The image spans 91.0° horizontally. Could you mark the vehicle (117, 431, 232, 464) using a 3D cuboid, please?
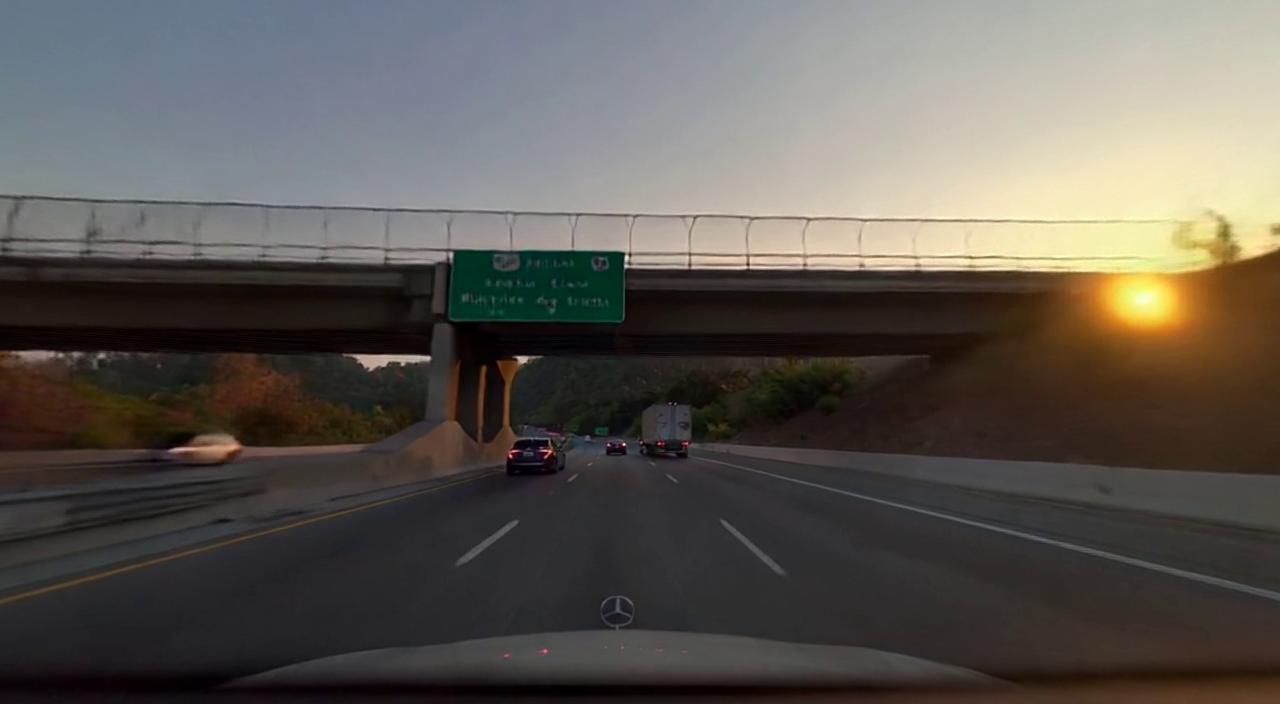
[{"bbox_3d":[-23.056,4.753,31.449,2.131,1.492,4.739,0,-8,-1],"label":"vehicle"}]

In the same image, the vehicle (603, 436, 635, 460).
[{"bbox_3d":[-1.513,6.752,44.373,2.125,1.542,3.816,0,-8,-3],"label":"vehicle"}]

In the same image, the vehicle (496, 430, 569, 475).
[{"bbox_3d":[-4.448,4.249,26.895,2.377,1.747,4.703,0,-8,-1],"label":"vehicle"}]
